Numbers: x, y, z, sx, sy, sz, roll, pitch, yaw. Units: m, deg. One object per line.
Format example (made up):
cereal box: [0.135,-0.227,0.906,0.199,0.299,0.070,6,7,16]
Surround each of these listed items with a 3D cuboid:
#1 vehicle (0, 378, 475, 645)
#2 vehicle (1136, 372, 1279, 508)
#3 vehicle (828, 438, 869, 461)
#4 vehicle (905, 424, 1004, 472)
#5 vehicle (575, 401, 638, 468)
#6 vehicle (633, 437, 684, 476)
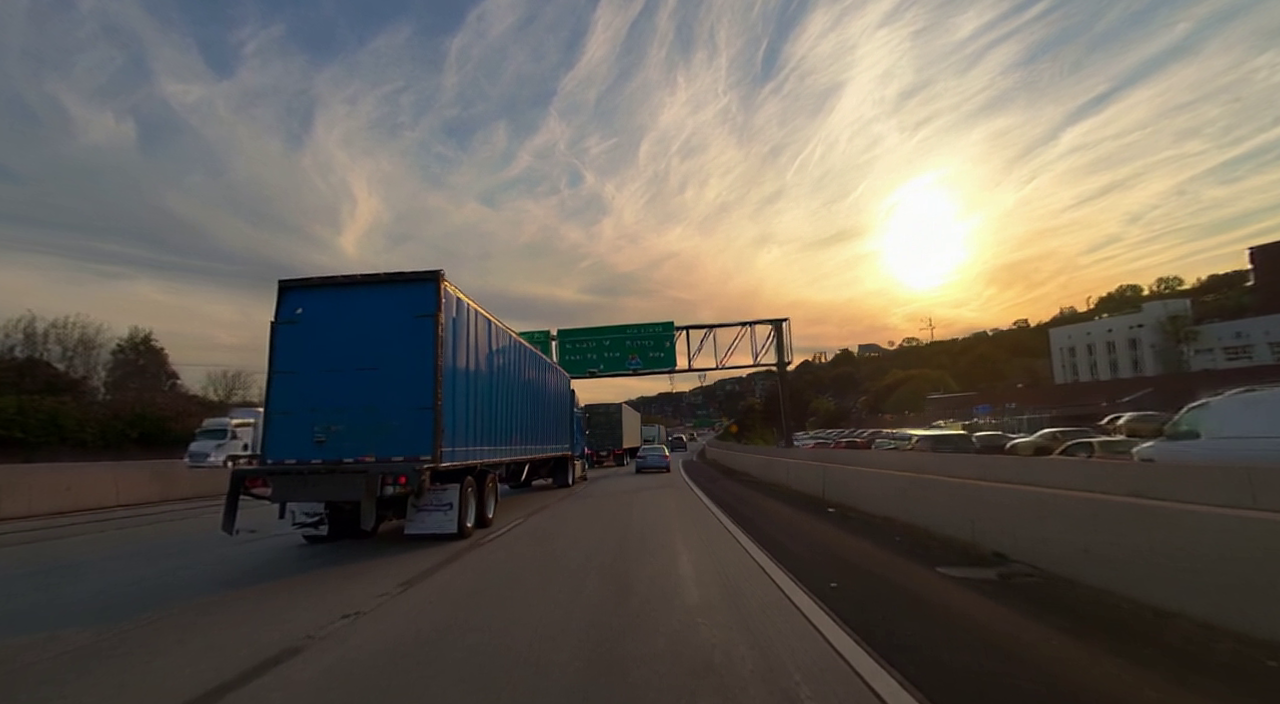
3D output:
vehicle: [-3.489,1.309,6.018,2.896,1.779,3.441,0,-8,-1]
vehicle: [13.746,1.696,12.139,2.679,2.597,7.126,-1,-9,2]
vehicle: [16.194,7.607,49.116,2.022,1.675,4.792,-1,-9,6]
vehicle: [14.905,4.617,30.300,2.186,2.074,5.586,-1,-9,4]
vehicle: [-1.955,5.535,41.562,3.073,3.894,9.782,-1,-9,3]
vehicle: [0.864,4.785,29.024,2.178,1.640,4.071,-1,-9,3]
